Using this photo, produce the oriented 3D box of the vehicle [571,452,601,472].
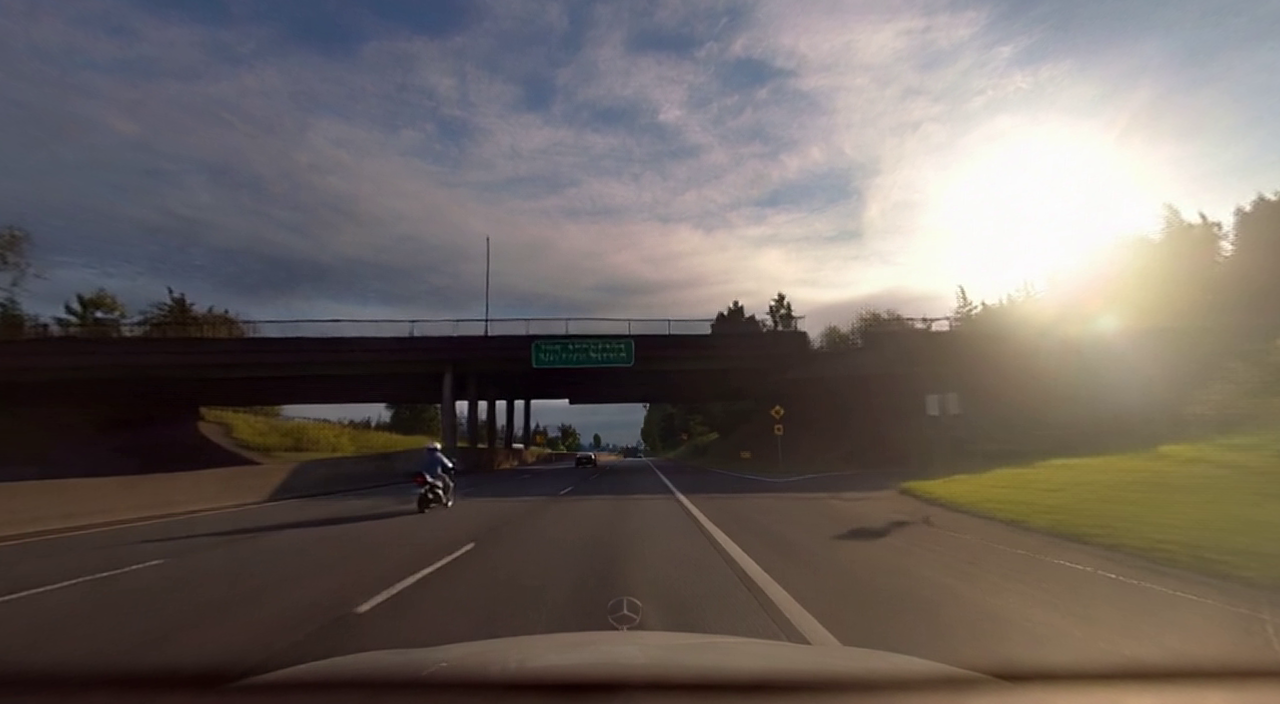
[{"bbox_3d":[-4.222,8.673,49.972,1.992,1.504,4.117,0,-9,0],"label":"vehicle"}]
